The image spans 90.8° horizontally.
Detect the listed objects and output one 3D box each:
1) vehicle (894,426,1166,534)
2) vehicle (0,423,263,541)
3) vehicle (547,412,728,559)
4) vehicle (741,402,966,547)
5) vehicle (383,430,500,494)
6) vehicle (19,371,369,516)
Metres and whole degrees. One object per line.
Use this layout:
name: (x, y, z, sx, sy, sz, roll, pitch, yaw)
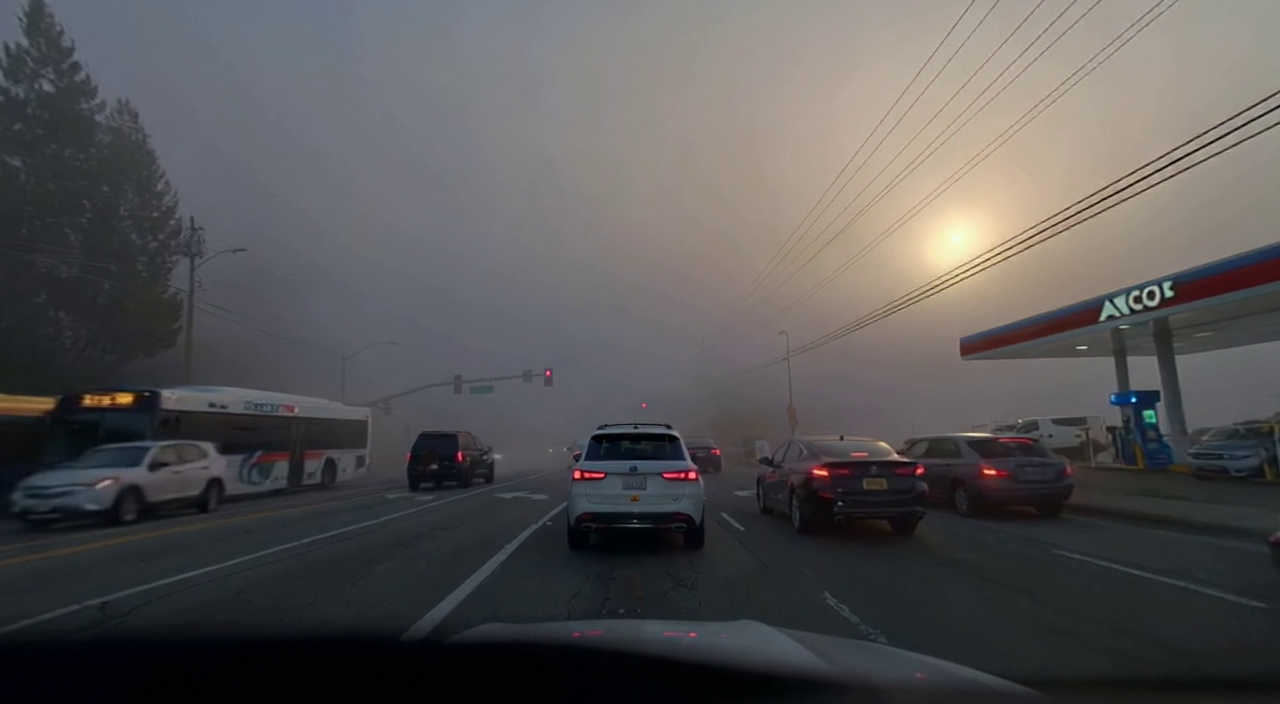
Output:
vehicle: (6.446, 2.148, 11.253, 1.829, 1.494, 4.552, 0, -8, -2)
vehicle: (-10.078, 2.497, 12.763, 2.163, 1.812, 4.686, -4, -8, -2)
vehicle: (-0.082, 1.849, 9.393, 2.087, 1.677, 4.053, 0, -9, -2)
vehicle: (3.060, 1.871, 10.209, 2.049, 1.813, 4.245, 0, -9, -1)
vehicle: (-6.240, 3.517, 20.612, 2.190, 1.795, 4.993, 0, -8, 0)
vehicle: (-13.558, 3.153, 21.751, 3.031, 3.513, 12.586, 0, -9, -1)
